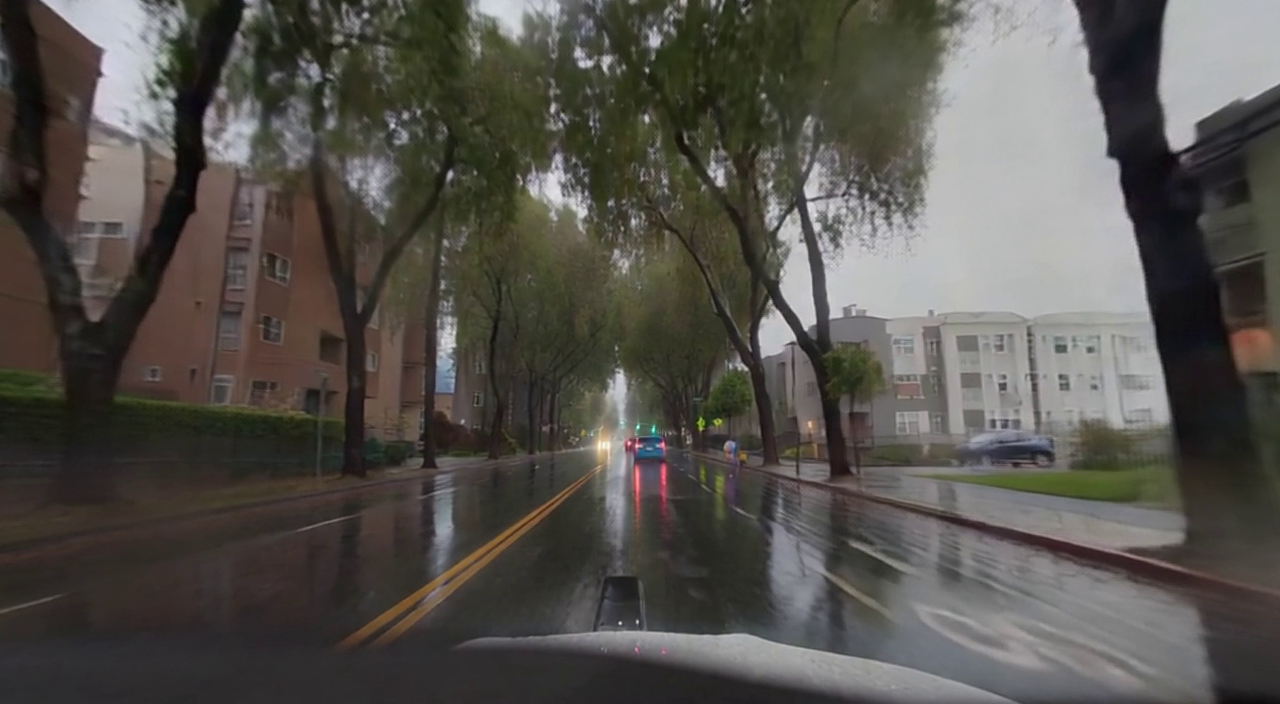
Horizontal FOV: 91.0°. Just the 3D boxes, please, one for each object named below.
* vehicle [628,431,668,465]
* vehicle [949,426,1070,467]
[{"bbox_3d":[0.373,5.069,33.317,1.981,1.703,3.691,0,-8,0],"label":"vehicle"},{"bbox_3d":[17.197,4.415,29.496,4.237,1.819,2.245,0,-9,0],"label":"vehicle"}]
